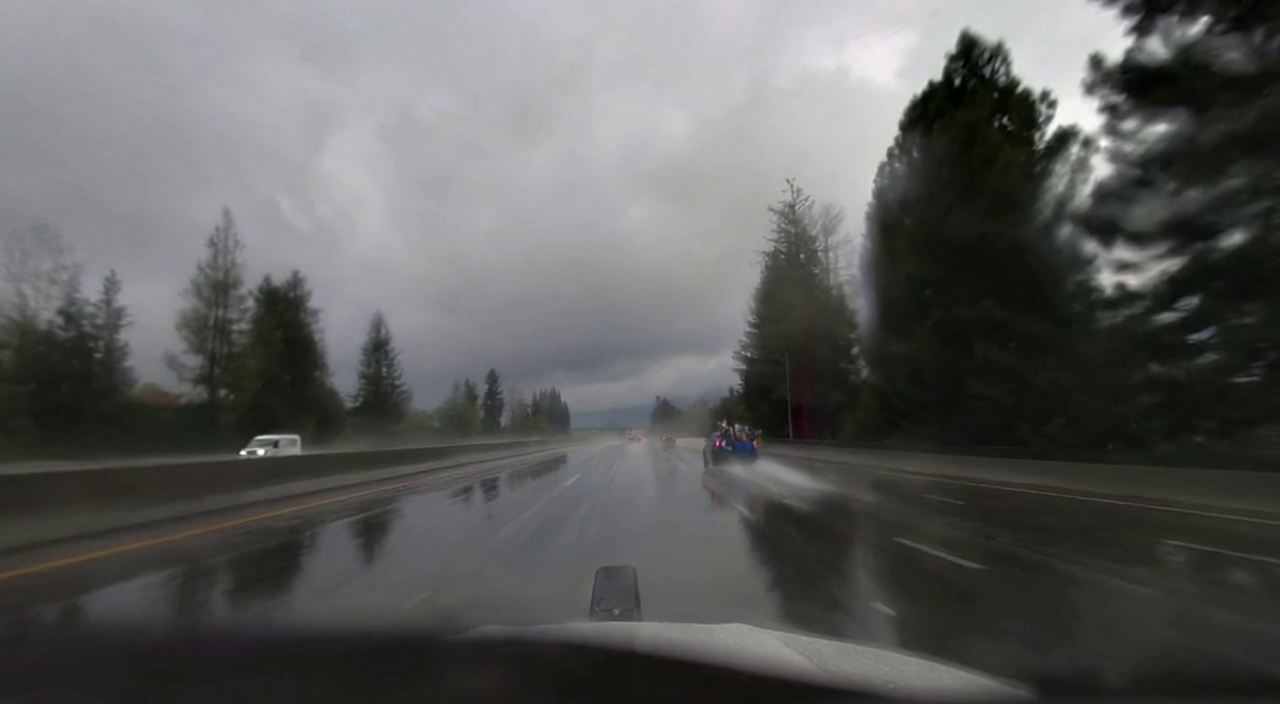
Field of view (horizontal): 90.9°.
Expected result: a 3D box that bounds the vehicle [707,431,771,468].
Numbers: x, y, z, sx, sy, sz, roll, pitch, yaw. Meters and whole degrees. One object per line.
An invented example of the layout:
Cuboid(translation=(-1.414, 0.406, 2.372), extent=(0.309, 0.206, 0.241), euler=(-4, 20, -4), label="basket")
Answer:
Cuboid(translation=(4.138, 4.121, 26.860), extent=(1.911, 1.449, 3.776), euler=(0, -8, -3), label="vehicle")

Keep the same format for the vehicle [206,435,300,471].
Cuboid(translation=(-26.798, 6.972, 44.034), extent=(2.307, 2.308, 6.197), euler=(-1, -8, 4), label="vehicle")
